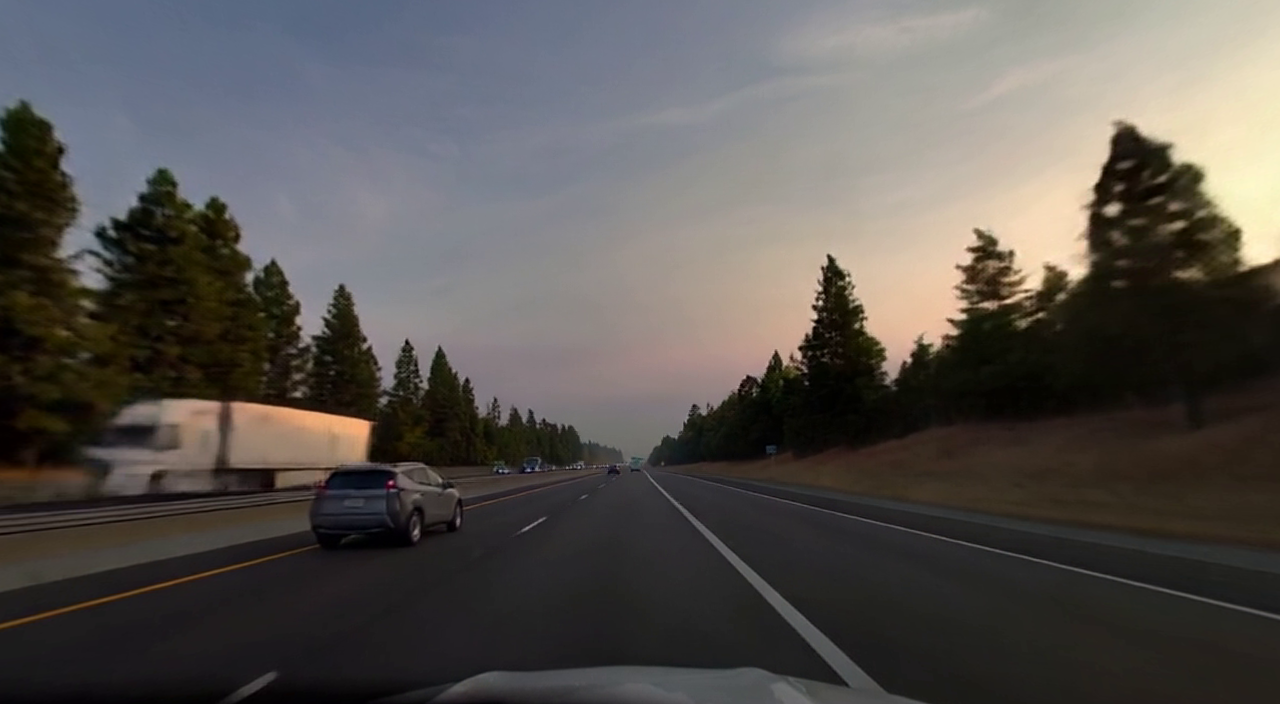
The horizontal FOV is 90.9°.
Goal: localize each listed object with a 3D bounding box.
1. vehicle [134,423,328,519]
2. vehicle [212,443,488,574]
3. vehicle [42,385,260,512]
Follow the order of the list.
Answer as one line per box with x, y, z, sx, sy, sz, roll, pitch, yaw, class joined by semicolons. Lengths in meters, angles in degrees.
-12.692;3.793;20.274;2.237;2.599;5.741;1;-10;0;vehicle
-3.938;2.244;9.655;2.043;1.486;4.442;1;-10;1;vehicle
-17.439;3.601;23.197;2.964;4.017;5.889;1;-10;-1;vehicle
